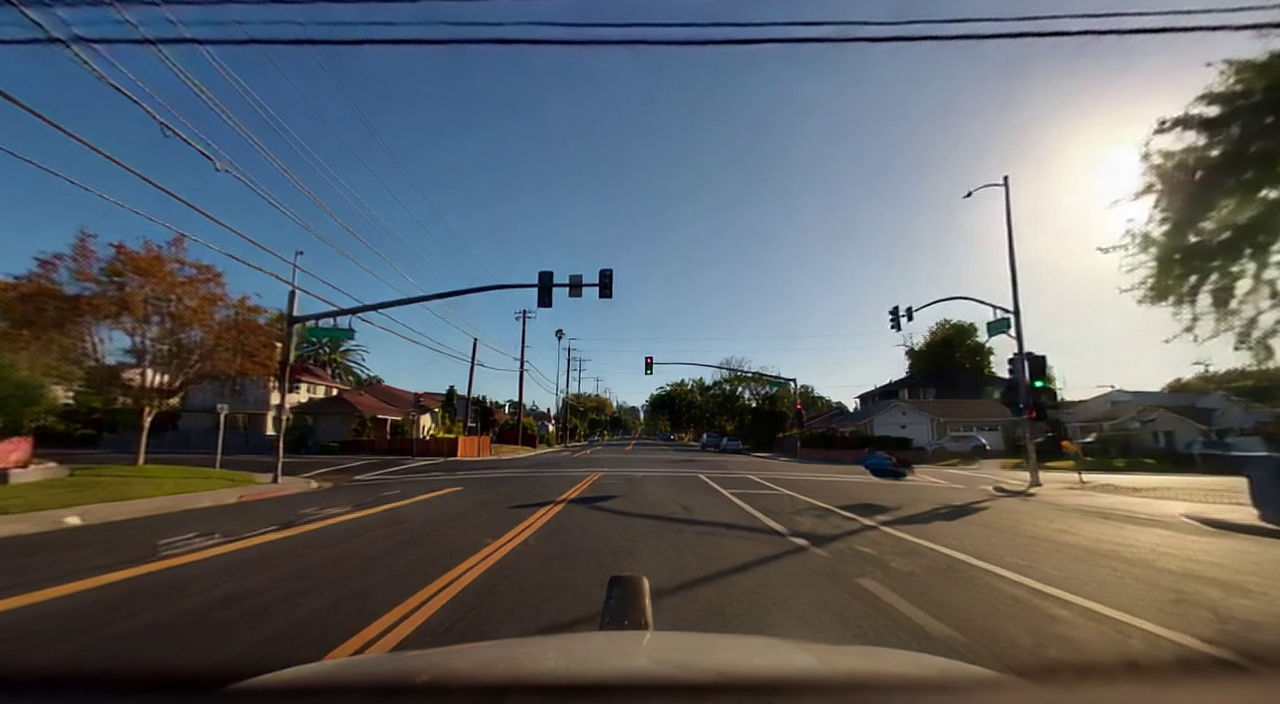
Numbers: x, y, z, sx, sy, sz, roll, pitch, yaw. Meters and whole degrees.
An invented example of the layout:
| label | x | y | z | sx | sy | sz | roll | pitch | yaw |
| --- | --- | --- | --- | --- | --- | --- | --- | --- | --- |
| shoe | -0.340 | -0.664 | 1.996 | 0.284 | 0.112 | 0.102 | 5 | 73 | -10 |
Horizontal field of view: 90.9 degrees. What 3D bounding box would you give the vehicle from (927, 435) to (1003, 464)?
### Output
| label | x | y | z | sx | sy | sz | roll | pitch | yaw |
| --- | --- | --- | --- | --- | --- | --- | --- | --- | --- |
| vehicle | 23.005 | 6.938 | 44.887 | 2.030 | 1.927 | 4.853 | 2 | -9 | -13 |
